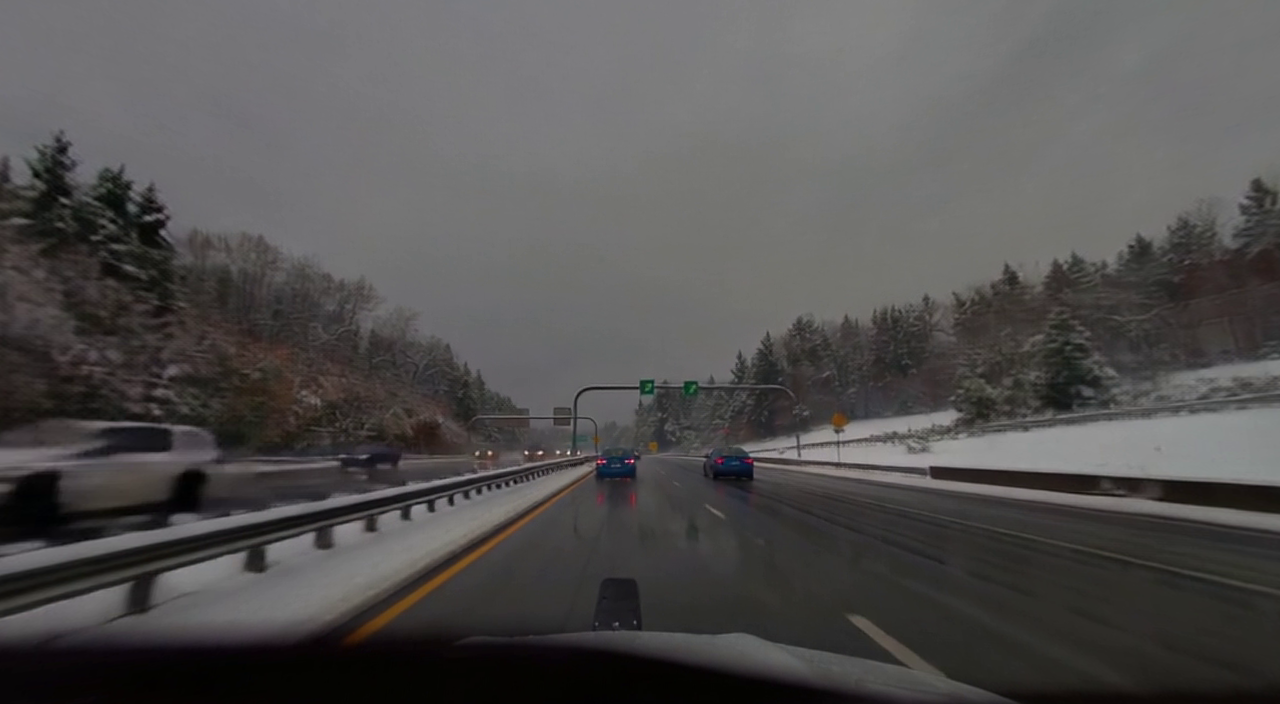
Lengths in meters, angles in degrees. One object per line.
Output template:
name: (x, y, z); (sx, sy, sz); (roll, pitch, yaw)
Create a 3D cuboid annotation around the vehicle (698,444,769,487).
vehicle: (3.719, 4.632, 25.805); (2.300, 1.595, 4.144); (-1, -9, 0)

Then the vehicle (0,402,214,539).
vehicle: (-9.036, 1.668, 9.008); (2.512, 1.641, 4.748); (0, -9, -1)

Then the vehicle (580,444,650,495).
vehicle: (-0.787, 3.932, 21.332); (2.128, 1.516, 4.410); (0, -9, -1)

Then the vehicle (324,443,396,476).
vehicle: (-13.790, 5.309, 31.119); (1.798, 1.510, 3.858); (0, -9, -1)
